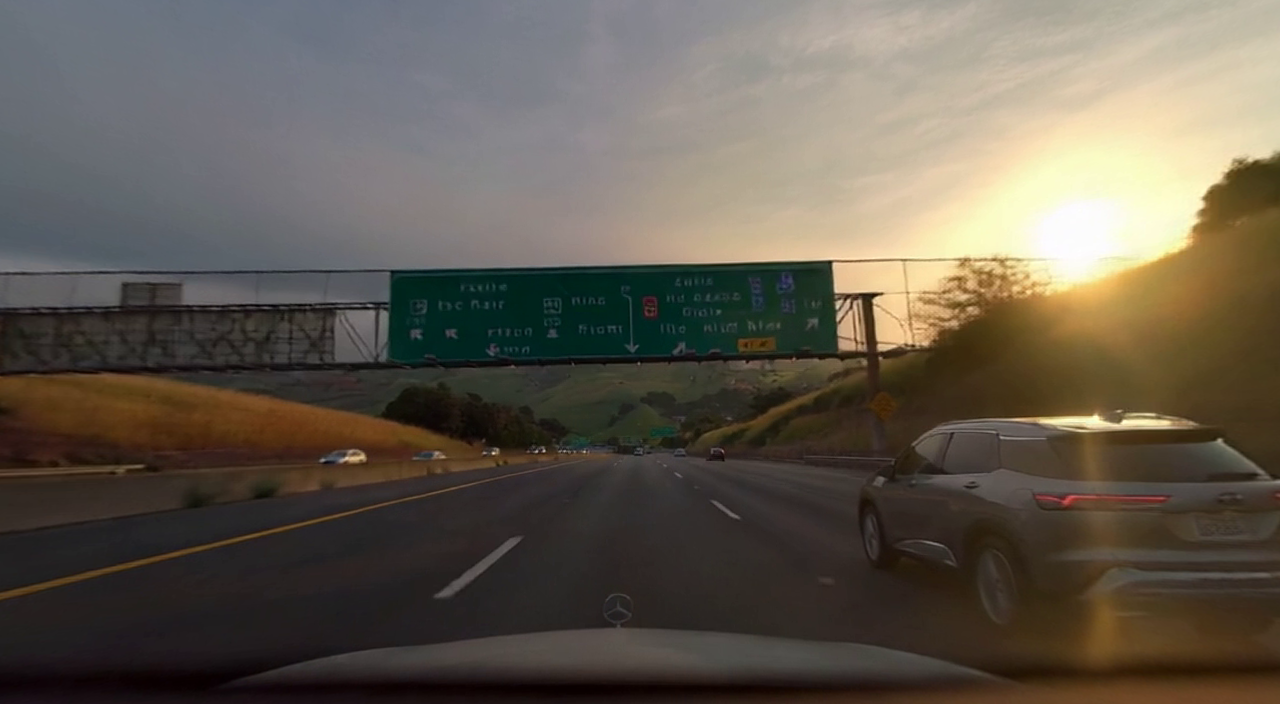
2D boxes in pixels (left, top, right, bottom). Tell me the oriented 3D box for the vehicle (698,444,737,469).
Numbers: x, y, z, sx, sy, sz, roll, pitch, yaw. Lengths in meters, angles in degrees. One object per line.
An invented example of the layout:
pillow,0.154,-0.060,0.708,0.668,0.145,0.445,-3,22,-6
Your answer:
vehicle,5.498,7.491,45.071,2.006,1.652,4.417,0,-9,-3

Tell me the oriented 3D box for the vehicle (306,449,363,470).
vehicle,-22.627,7.955,46.607,1.891,1.466,4.701,0,-9,0

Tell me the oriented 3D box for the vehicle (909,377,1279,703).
vehicle,3.475,1.167,3.787,1.784,1.733,4.141,0,-9,-1

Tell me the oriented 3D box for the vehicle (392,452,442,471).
vehicle,-15.267,7.481,43.113,1.805,1.197,4.391,-1,-9,1
